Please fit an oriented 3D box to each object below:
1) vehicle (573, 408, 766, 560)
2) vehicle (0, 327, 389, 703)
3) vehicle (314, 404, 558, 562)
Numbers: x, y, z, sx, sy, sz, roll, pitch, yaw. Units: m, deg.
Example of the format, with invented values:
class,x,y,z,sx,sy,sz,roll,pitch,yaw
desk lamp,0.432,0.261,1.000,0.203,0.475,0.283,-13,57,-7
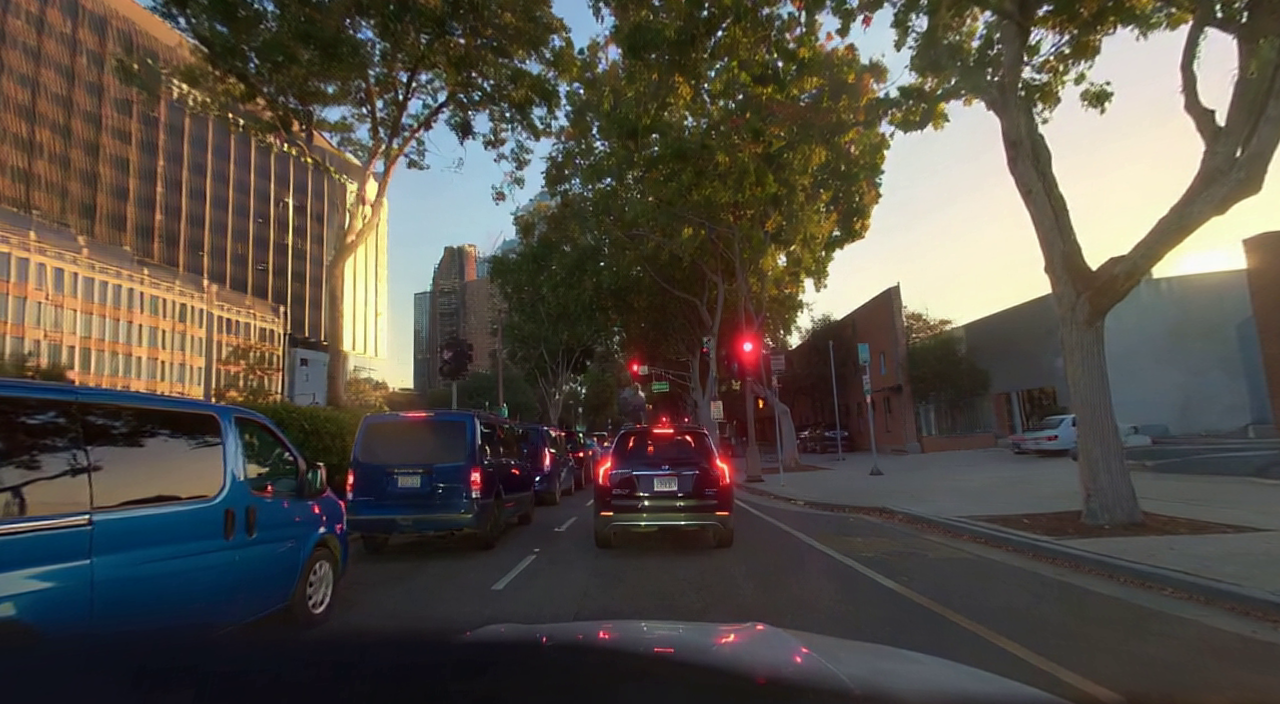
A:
class,x,y,z,sx,sy,sz,roll,pitch,yaw
vehicle,0.357,1.808,9.263,2.205,1.727,3.917,0,-8,1
vehicle,-3.168,0.981,3.485,1.940,1.722,3.823,0,-8,0
vehicle,-2.649,1.841,9.609,2.124,1.799,4.587,0,-8,1
